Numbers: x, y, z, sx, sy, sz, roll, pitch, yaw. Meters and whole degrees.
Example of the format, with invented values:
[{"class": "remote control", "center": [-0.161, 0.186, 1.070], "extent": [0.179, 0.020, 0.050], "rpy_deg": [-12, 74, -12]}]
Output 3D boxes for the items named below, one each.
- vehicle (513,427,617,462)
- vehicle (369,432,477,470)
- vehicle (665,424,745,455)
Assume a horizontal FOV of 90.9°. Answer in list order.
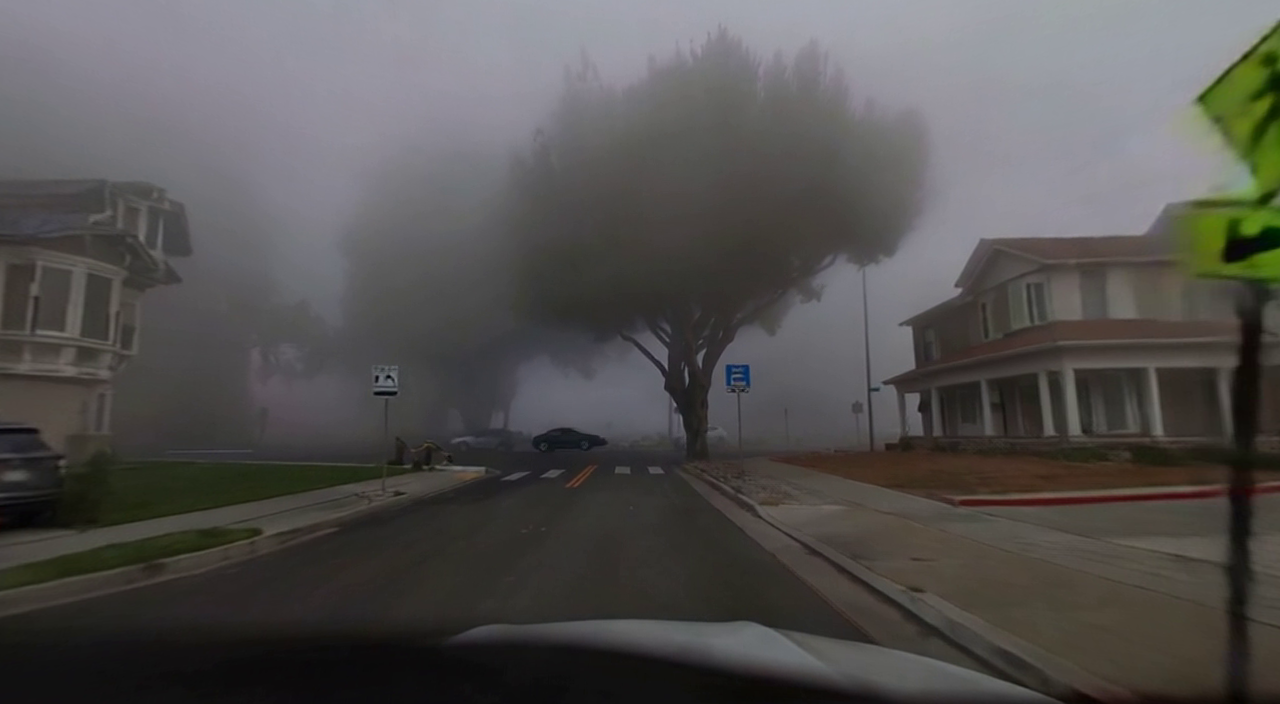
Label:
[{"class": "vehicle", "center": [-4.074, 5.030, 34.321], "extent": [5.181, 1.768, 2.139], "rpy_deg": [4, -8, -26]}, {"class": "vehicle", "center": [-10.255, 4.681, 30.008], "extent": [4.639, 1.700, 2.002], "rpy_deg": [2, -8, -17]}, {"class": "vehicle", "center": [4.312, 5.732, 41.641], "extent": [4.863, 1.953, 2.022], "rpy_deg": [3, -8, -25]}]
